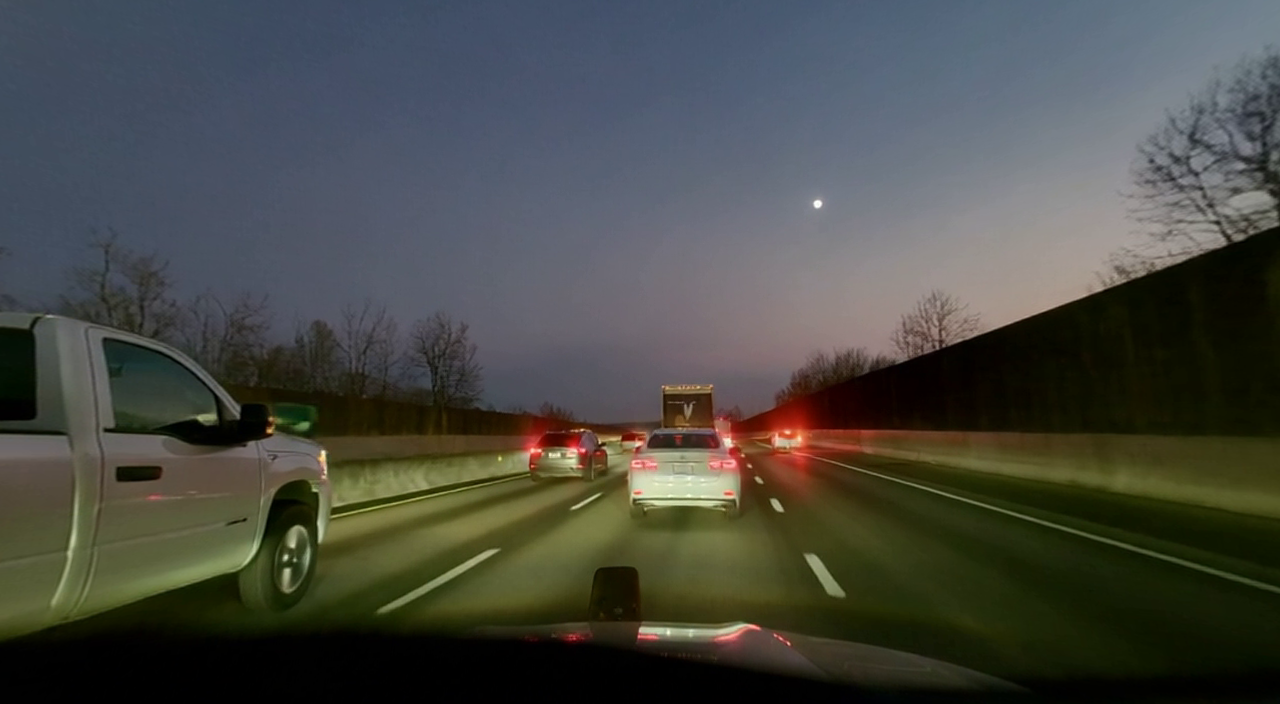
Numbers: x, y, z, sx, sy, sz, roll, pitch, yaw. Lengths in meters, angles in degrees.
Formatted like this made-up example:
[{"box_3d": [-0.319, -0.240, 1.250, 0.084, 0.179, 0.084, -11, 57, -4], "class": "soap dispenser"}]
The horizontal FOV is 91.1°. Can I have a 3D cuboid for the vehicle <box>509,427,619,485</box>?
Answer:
[{"box_3d": [-2.044, 2.965, 18.347, 2.087, 1.457, 4.313, -1, -8, 9], "class": "vehicle"}]

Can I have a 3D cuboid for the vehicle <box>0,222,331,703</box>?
[{"box_3d": [-4.462, 0.548, 3.080, 2.386, 2.435, 5.831, -1, -8, 7], "class": "vehicle"}]

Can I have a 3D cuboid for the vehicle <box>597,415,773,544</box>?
[{"box_3d": [0.845, 1.783, 9.580, 2.089, 1.485, 4.153, -1, -8, 9], "class": "vehicle"}]
